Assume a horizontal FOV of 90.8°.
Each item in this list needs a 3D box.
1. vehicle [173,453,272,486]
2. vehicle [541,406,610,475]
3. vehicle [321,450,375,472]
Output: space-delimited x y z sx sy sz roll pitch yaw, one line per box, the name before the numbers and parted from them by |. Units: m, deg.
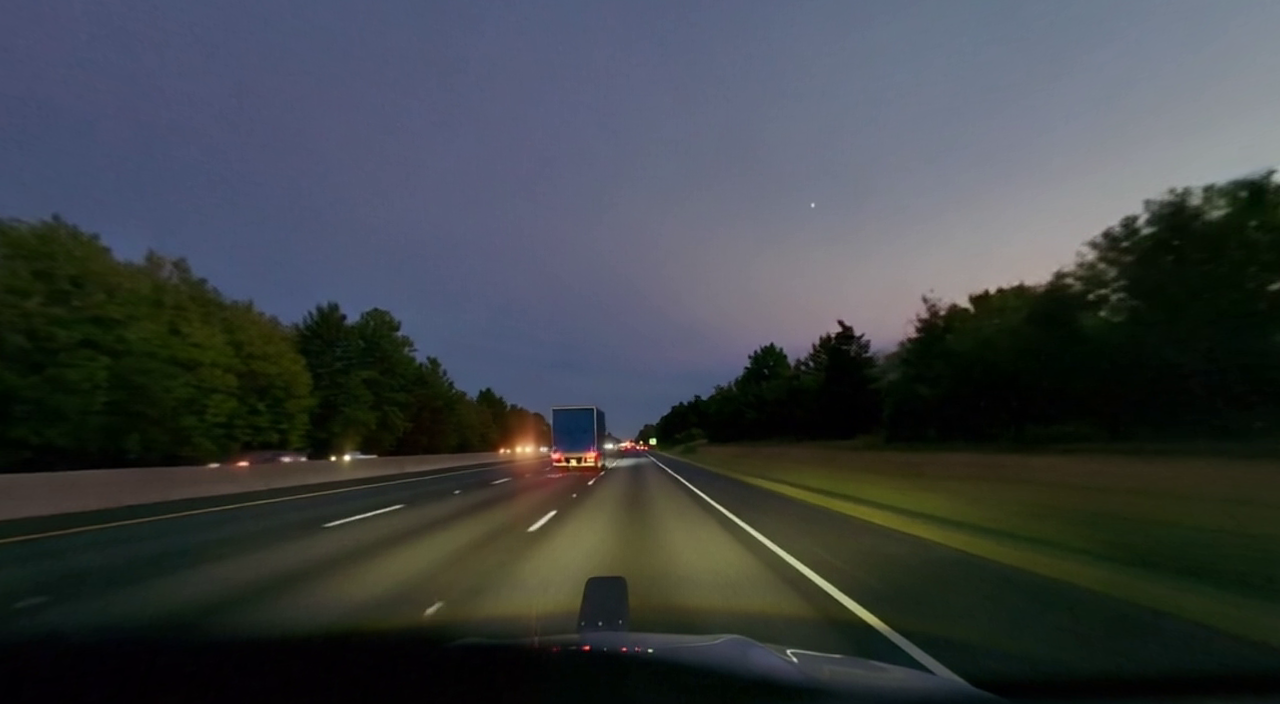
vehicle | -21.297 5.983 32.463 1.930 1.474 4.576 -1 -9 0
vehicle | -3.321 4.890 34.679 2.874 3.309 8.208 0 -9 0
vehicle | -21.333 7.974 46.349 1.915 1.525 4.408 0 -9 0
